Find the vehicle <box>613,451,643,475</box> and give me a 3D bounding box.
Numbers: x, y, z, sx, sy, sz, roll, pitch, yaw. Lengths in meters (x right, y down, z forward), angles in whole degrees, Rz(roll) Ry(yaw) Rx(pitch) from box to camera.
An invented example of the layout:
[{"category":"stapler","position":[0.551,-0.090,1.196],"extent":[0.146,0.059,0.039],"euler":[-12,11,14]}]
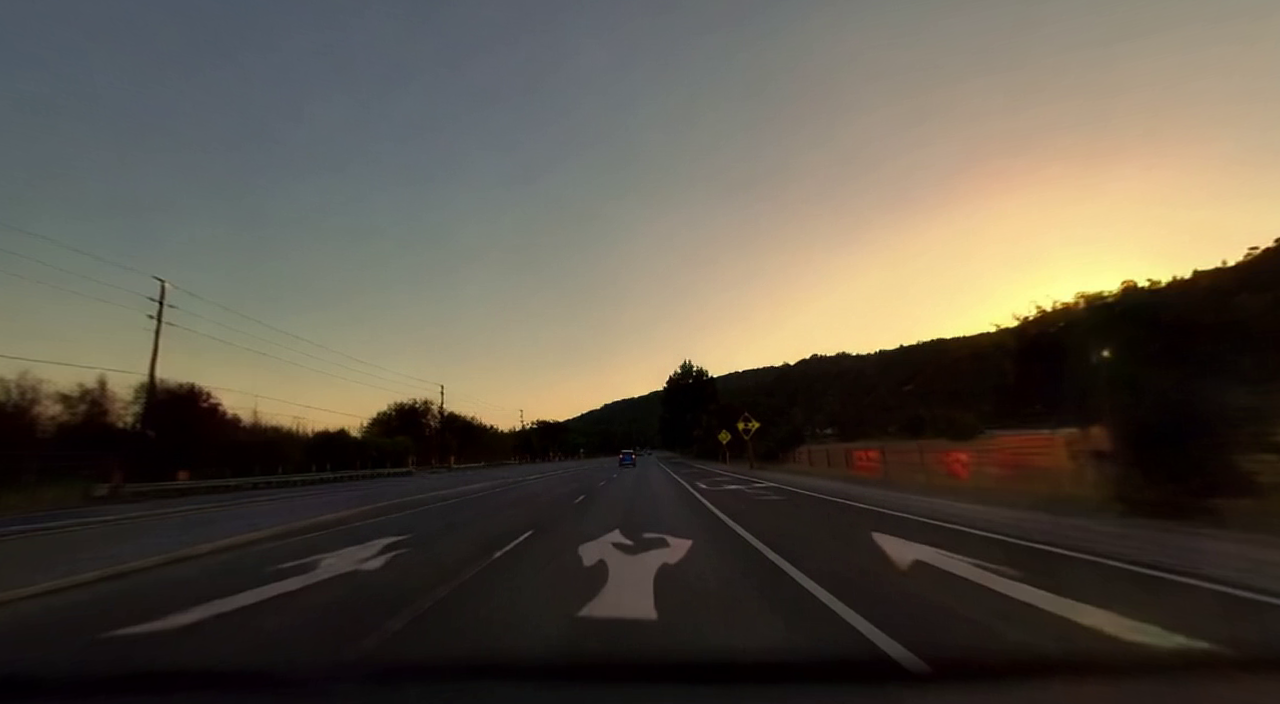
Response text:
[{"category":"vehicle","position":[-0.863,8.328,47.569],"extent":[2.053,1.647,4.252],"euler":[0,-9,1]}]
